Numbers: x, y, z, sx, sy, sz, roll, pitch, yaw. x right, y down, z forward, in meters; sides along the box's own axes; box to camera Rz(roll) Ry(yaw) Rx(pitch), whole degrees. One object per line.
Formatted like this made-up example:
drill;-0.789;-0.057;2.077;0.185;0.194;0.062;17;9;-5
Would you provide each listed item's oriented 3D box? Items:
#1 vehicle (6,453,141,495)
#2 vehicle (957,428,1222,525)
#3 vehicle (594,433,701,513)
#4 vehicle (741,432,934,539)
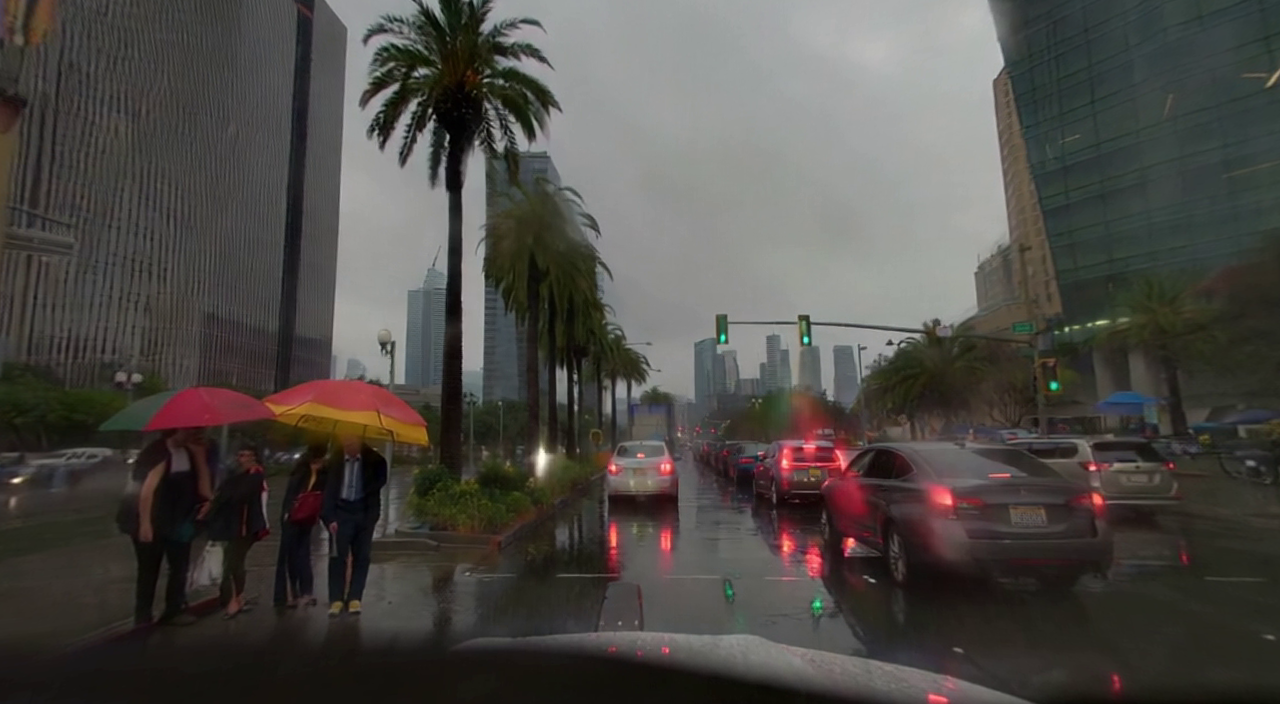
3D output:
vehicle;-26.700;5.724;29.954;2.105;1.793;4.812;0;-9;-4
vehicle;8.174;2.282;12.087;1.859;1.508;4.259;0;-9;-1
vehicle;0.177;2.611;13.990;2.048;1.503;3.681;0;-9;1
vehicle;3.101;2.191;11.004;1.913;1.469;4.425;0;-9;0
